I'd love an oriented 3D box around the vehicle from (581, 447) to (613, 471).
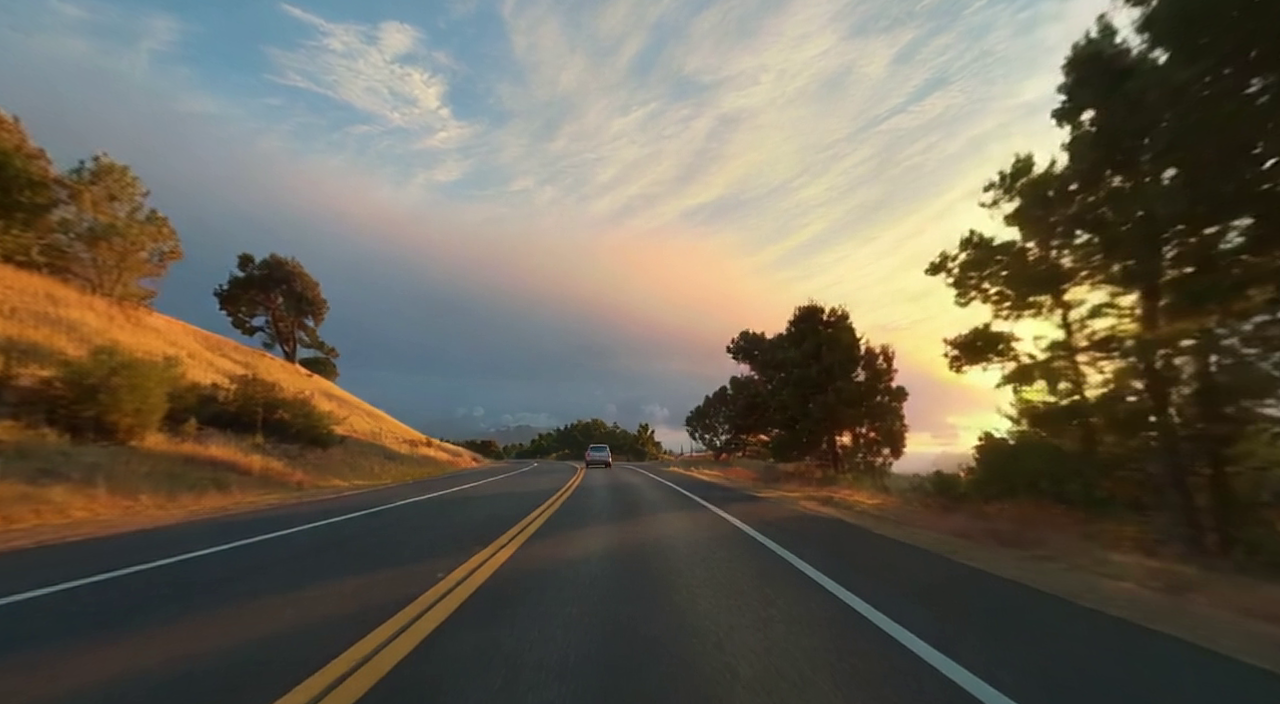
[{"bbox_3d":[-3.390,8.241,49.000,2.195,1.749,4.260,1,-9,-8],"label":"vehicle"}]
